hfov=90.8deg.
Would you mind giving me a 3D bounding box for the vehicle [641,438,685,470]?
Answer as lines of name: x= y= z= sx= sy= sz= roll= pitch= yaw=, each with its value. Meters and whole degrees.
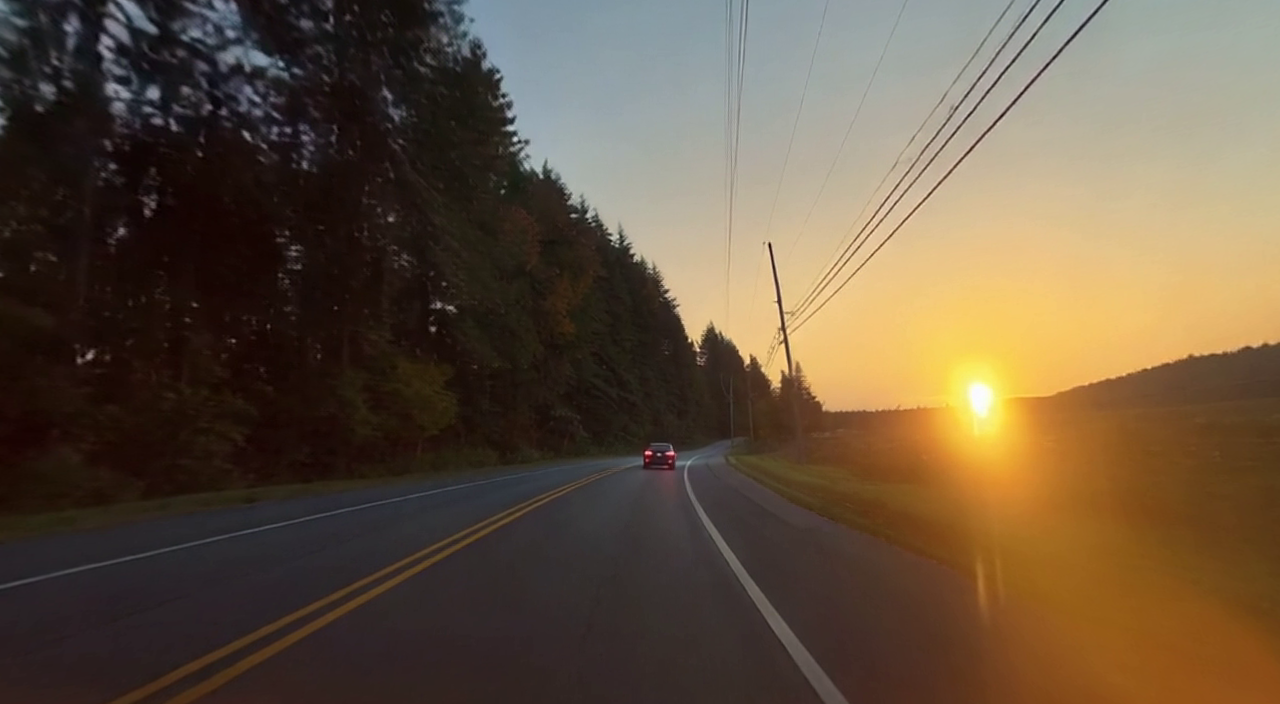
vehicle: x=1.246 y=5.173 z=32.312 sx=2.059 sy=1.524 sz=3.963 roll=-1 pitch=-8 yaw=5
